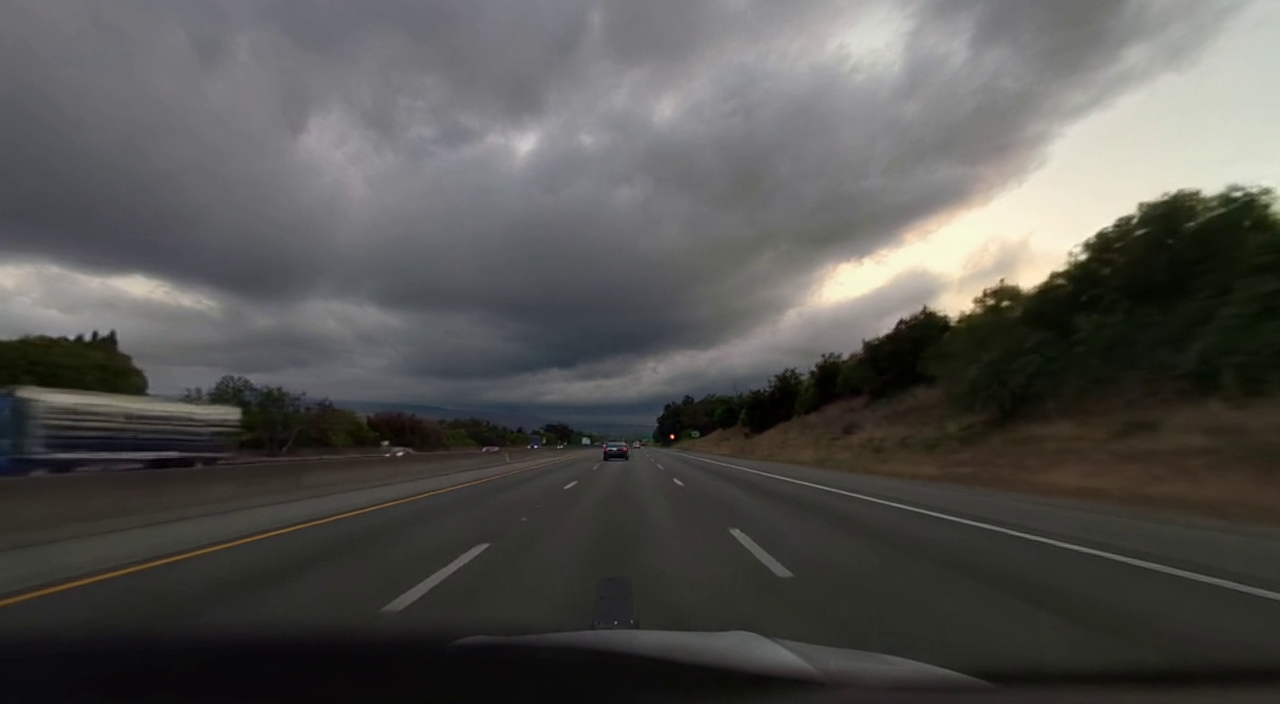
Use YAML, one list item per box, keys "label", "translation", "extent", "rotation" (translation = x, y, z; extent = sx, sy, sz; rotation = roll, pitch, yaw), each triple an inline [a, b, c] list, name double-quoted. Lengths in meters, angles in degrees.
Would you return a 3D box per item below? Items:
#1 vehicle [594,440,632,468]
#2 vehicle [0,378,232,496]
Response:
- label: "vehicle"
  translation: [-1.587, 6.216, 38.570]
  extent: [2.158, 1.562, 4.373]
  rotation: [0, -8, 0]
- label: "vehicle"
  translation: [-24.284, 3.849, 27.886]
  extent: [3.438, 4.105, 13.442]
  rotation: [0, -8, 0]
